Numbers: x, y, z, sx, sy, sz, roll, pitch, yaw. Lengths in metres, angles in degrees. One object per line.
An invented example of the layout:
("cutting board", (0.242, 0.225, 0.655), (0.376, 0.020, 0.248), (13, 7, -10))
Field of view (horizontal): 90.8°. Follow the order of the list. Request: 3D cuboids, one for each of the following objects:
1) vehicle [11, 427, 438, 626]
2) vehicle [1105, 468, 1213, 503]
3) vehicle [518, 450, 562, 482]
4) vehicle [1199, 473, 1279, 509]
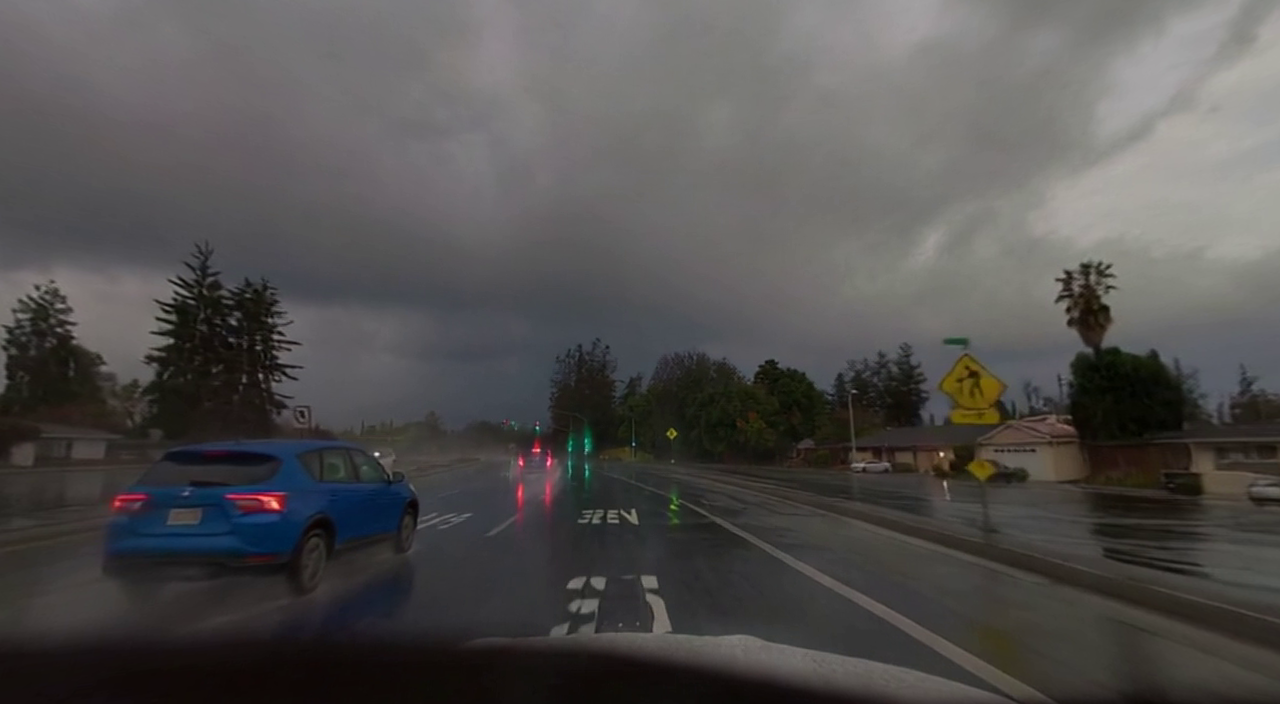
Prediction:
("vehicle", (-4.186, 1.786, 7.606), (2.098, 1.613, 4.606), (0, -8, -2))
("vehicle", (32.497, 8.356, 39.786), (1.903, 1.807, 5.023), (2, -8, -12))
("vehicle", (-5.018, 5.732, 32.125), (1.904, 1.476, 3.736), (0, -8, -4))
("vehicle", (33.311, 7.390, 33.599), (1.820, 1.626, 5.319), (1, -9, -8))
